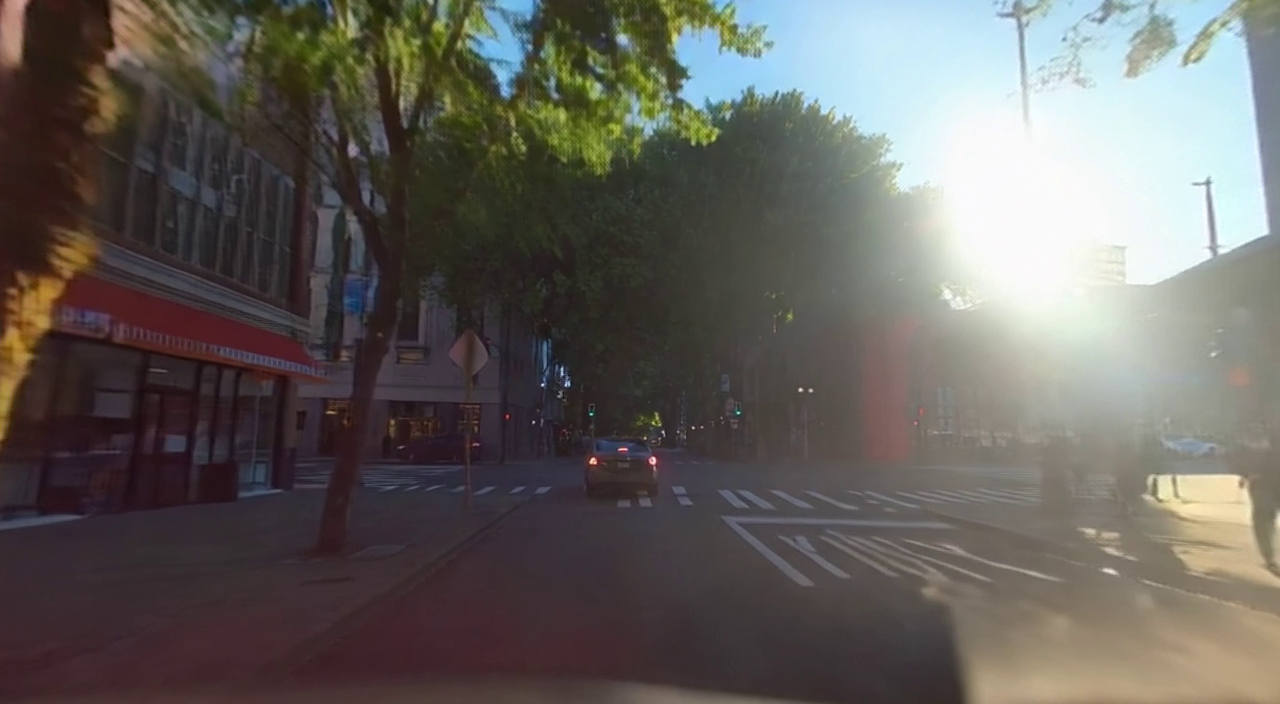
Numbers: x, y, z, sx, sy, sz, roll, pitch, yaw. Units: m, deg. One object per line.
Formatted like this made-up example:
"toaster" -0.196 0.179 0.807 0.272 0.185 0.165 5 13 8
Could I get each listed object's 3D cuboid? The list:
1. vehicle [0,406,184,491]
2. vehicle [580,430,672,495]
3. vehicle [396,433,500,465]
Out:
"vehicle" -17.831 2.939 19.269 5.858 2.396 2.319 0 -9 -2
"vehicle" -0.529 2.893 16.970 2.106 1.482 4.459 1 -9 -6
"vehicle" -9.400 4.764 30.910 4.627 1.468 1.871 -3 -9 20
